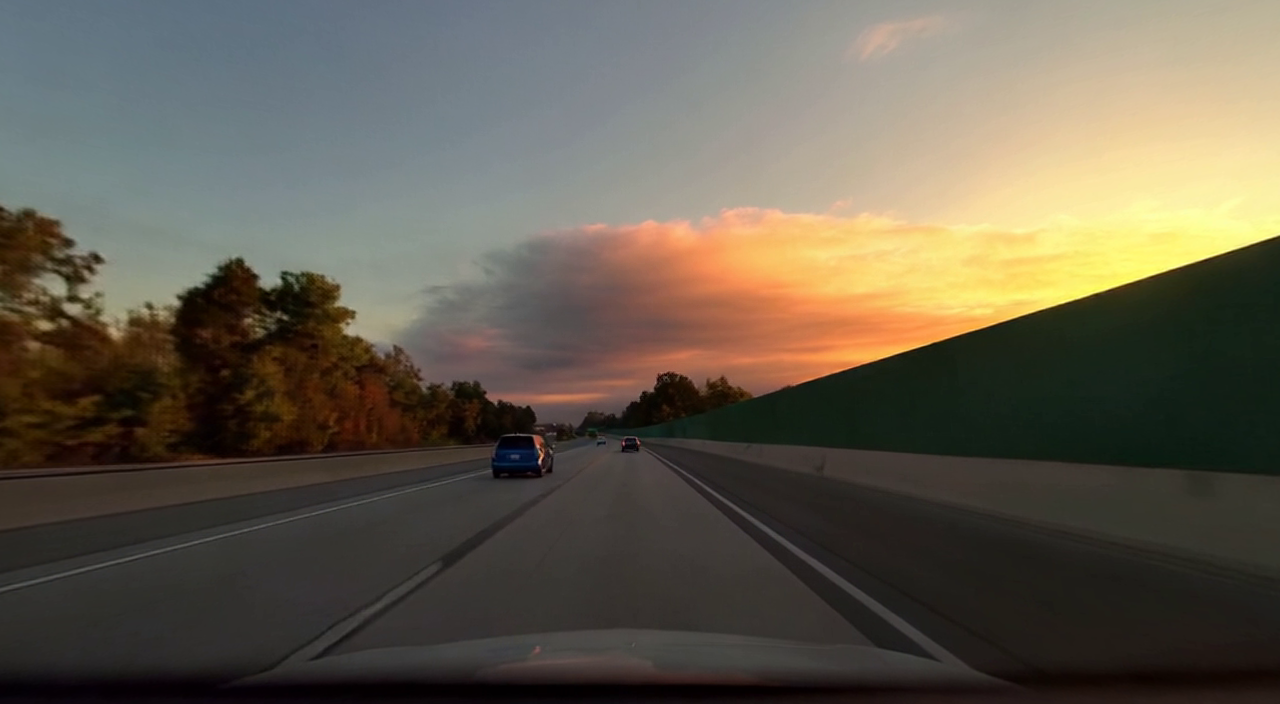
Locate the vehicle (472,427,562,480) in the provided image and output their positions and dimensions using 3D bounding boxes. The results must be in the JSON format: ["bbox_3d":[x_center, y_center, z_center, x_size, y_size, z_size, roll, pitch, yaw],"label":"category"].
[{"bbox_3d":[-3.953,3.343,21.140,2.072,1.545,4.767,0,-8,0],"label":"vehicle"}]

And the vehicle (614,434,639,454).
[{"bbox_3d":[-0.989,7.024,48.326,1.836,1.450,3.519,0,-8,-1],"label":"vehicle"}]
